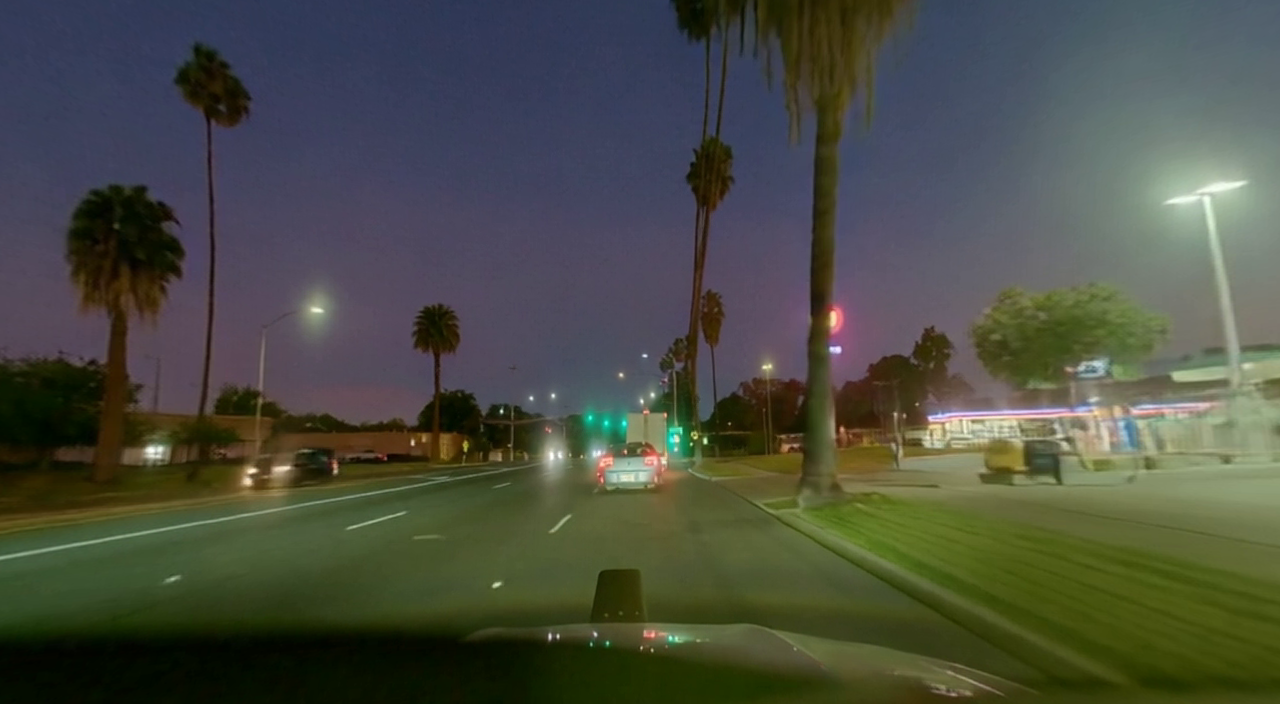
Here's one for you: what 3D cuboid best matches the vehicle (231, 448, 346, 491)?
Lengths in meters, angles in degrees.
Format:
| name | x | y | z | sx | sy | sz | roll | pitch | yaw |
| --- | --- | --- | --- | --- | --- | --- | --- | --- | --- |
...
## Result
| name | x | y | z | sx | sy | sz | roll | pitch | yaw |
| --- | --- | --- | --- | --- | --- | --- | --- | --- | --- |
| vehicle | -13.379 | 4.458 | 24.245 | 1.923 | 1.490 | 4.372 | 0 | -8 | 0 |

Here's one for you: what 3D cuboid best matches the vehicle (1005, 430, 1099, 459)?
| name | x | y | z | sx | sy | sz | roll | pitch | yaw |
| --- | --- | --- | --- | --- | --- | --- | --- | --- | --- |
| vehicle | 22.511 | 5.130 | 34.539 | 1.876 | 1.482 | 4.633 | 0 | -10 | -2 |

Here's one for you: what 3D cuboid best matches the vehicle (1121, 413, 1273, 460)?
| name | x | y | z | sx | sy | sz | roll | pitch | yaw |
| --- | --- | --- | --- | --- | --- | --- | --- | --- | --- |
| vehicle | 22.116 | 3.427 | 25.228 | 1.853 | 1.698 | 4.468 | 0 | -9 | -2 |

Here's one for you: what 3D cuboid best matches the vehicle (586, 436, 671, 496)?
| name | x | y | z | sx | sy | sz | roll | pitch | yaw |
| --- | --- | --- | --- | --- | --- | --- | --- | --- | --- |
| vehicle | -0.265 | 3.213 | 18.101 | 2.145 | 1.483 | 4.453 | 0 | -8 | 1 |
